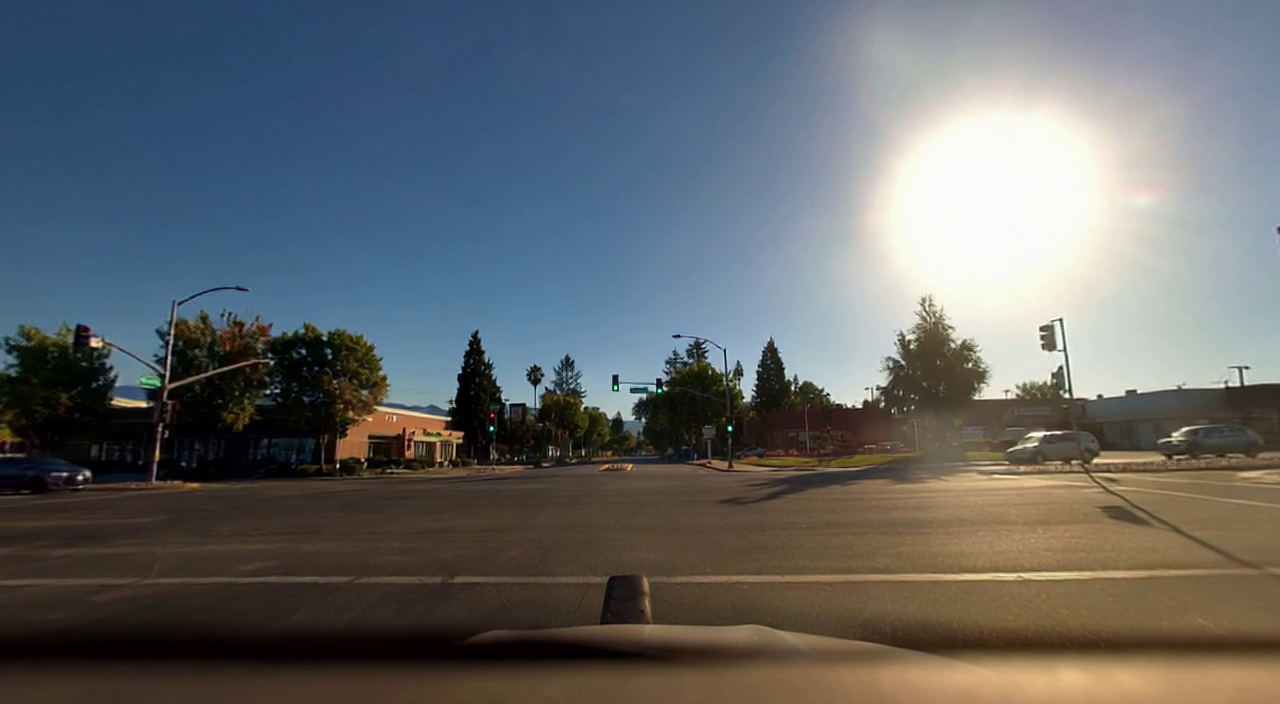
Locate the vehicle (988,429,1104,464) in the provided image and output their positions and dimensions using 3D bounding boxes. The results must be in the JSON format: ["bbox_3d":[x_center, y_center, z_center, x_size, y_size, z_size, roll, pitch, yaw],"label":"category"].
[{"bbox_3d":[20.441,4.765,31.866,4.483,1.691,1.949,0,-8,1],"label":"vehicle"}]

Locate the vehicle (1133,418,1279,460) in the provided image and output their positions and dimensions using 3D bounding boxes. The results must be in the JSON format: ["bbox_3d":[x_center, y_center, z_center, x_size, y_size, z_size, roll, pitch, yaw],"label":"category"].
[{"bbox_3d":[22.895,3.518,25.421,4.288,1.600,1.927,0,-8,1],"label":"vehicle"}]

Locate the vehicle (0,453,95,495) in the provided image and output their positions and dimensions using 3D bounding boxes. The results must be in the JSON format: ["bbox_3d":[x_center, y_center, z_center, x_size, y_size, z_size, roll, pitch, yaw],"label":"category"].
[{"bbox_3d":[-25.231,4.928,25.668,4.332,1.573,1.900,0,-8,3],"label":"vehicle"}]
